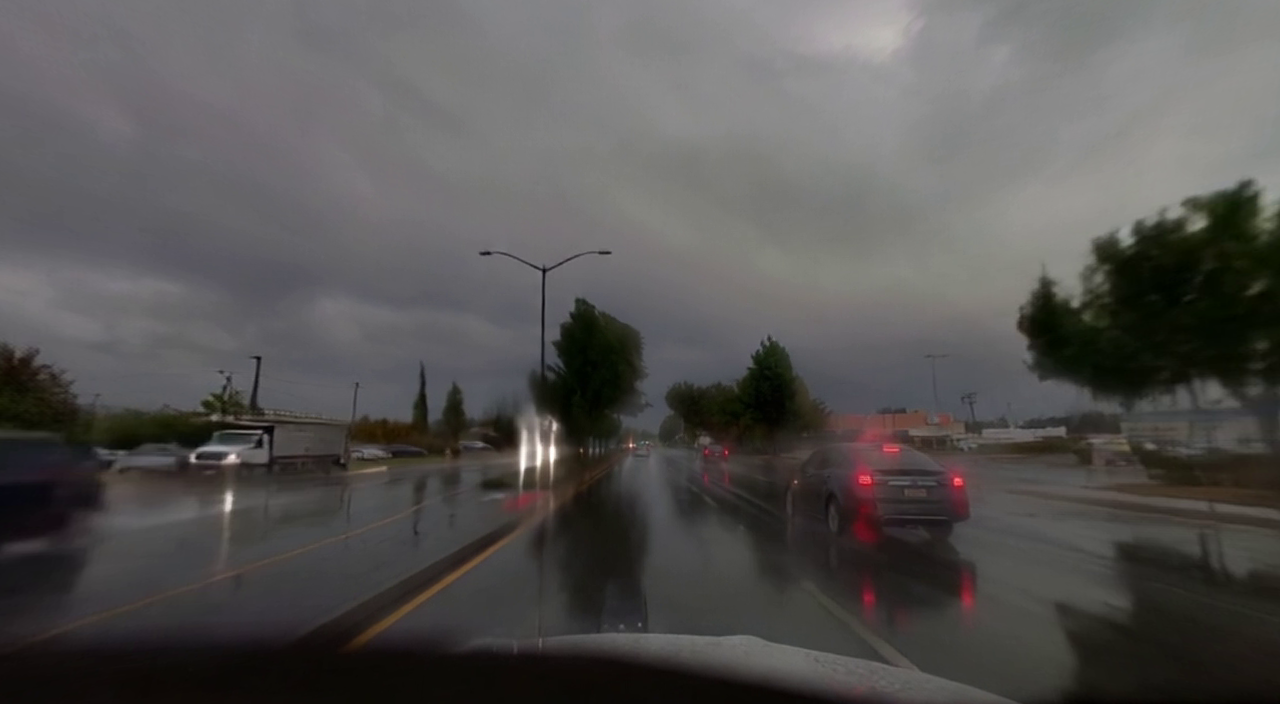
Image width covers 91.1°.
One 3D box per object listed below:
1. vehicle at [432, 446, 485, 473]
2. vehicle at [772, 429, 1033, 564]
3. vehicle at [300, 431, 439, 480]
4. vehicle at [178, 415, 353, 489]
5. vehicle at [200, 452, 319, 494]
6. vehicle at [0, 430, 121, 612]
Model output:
[{"bbox_3d":[-11.854,7.029,41.303,2.018,1.639,4.764,-1,-9,1],"label":"vehicle"},{"bbox_3d":[3.435,1.964,9.340,1.935,1.501,4.384,0,-9,-1],"label":"vehicle"},{"bbox_3d":[-18.256,7.197,44.417,2.964,2.641,15.868,-3,-8,0],"label":"vehicle"},{"bbox_3d":[-18.233,5.042,31.758,3.043,2.916,9.736,-4,-9,-1],"label":"vehicle"},{"bbox_3d":[-14.973,4.755,25.077,1.859,1.452,4.608,0,-9,0],"label":"vehicle"},{"bbox_3d":[-6.124,1.212,3.958,1.923,1.471,4.646,0,-9,-4],"label":"vehicle"}]
